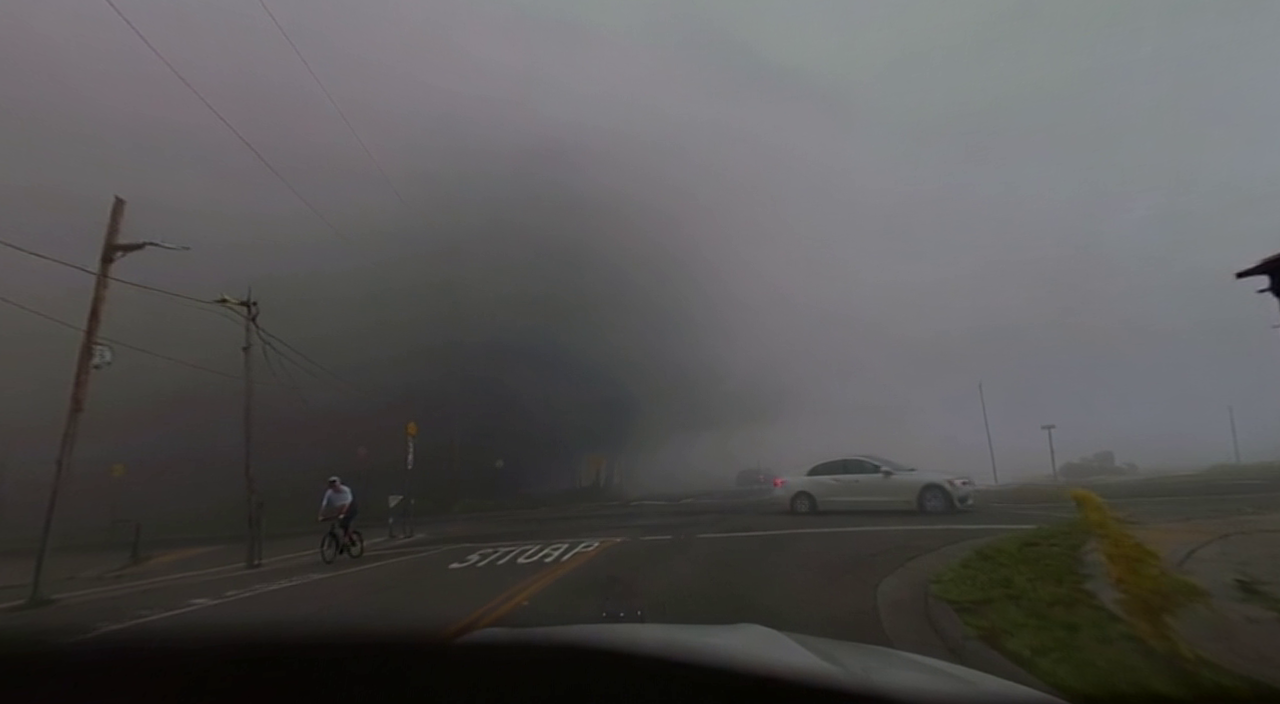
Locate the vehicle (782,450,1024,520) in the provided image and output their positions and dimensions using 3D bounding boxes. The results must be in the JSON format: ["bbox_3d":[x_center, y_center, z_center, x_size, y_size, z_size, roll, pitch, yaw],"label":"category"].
[{"bbox_3d":[6.628,3.309,16.367,5.323,1.479,2.112,-8,-11,40],"label":"vehicle"}]
